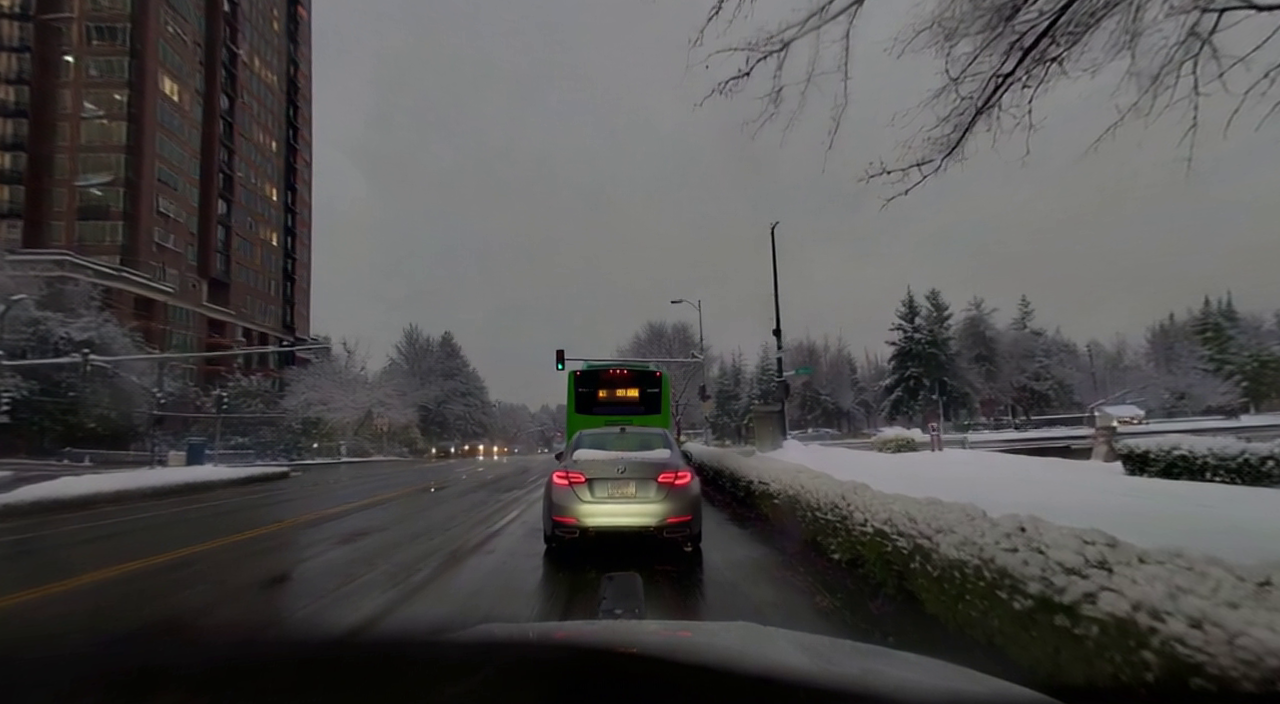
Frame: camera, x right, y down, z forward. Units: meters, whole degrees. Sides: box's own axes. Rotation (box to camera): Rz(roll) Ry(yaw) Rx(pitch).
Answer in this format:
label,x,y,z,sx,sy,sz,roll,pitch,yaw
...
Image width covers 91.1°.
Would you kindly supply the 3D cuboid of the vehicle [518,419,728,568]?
label,x,y,z,sx,sy,sz,roll,pitch,yaw
vehicle,-0.215,1.654,8.204,2.064,1.452,3.942,0,-8,-2
